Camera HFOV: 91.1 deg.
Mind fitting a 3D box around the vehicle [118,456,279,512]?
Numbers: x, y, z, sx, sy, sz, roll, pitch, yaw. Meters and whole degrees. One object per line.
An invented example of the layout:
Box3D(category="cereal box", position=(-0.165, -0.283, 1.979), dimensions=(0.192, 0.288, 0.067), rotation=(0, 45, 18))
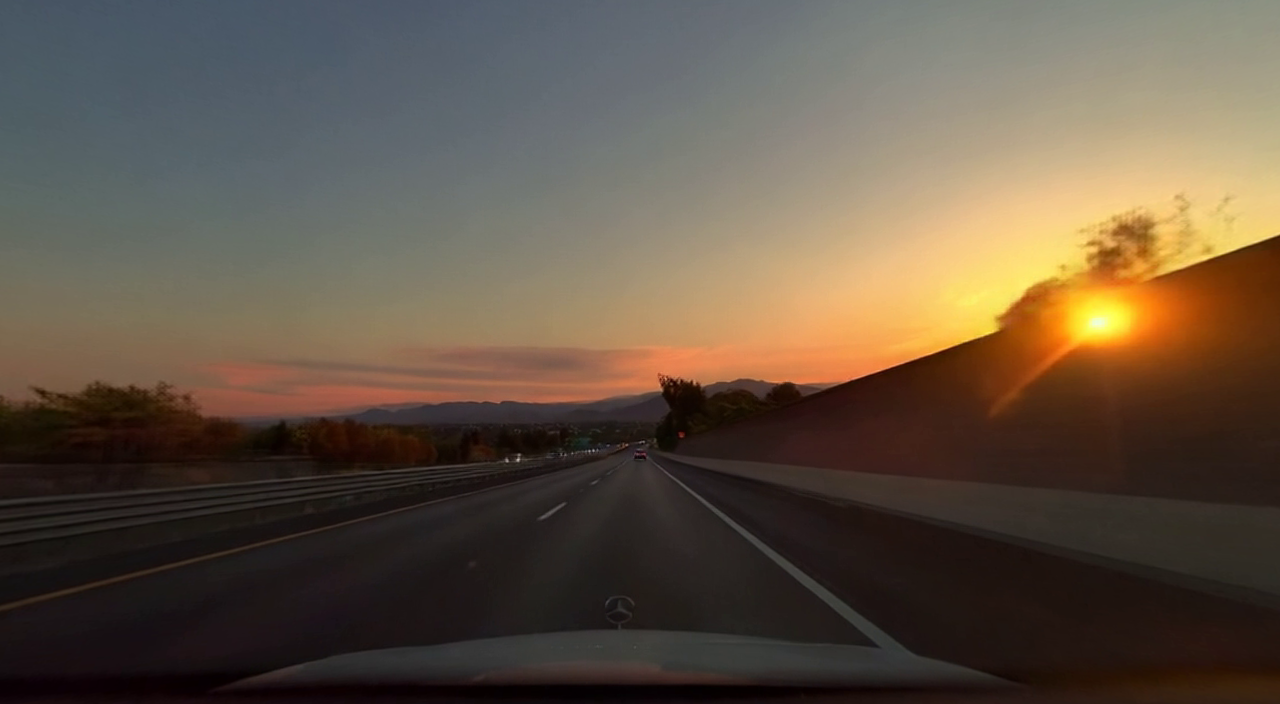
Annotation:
Box3D(category="vehicle", position=(-13.633, 4.057, 19.827), dimensions=(1.805, 1.488, 4.503), rotation=(0, -9, 0))
